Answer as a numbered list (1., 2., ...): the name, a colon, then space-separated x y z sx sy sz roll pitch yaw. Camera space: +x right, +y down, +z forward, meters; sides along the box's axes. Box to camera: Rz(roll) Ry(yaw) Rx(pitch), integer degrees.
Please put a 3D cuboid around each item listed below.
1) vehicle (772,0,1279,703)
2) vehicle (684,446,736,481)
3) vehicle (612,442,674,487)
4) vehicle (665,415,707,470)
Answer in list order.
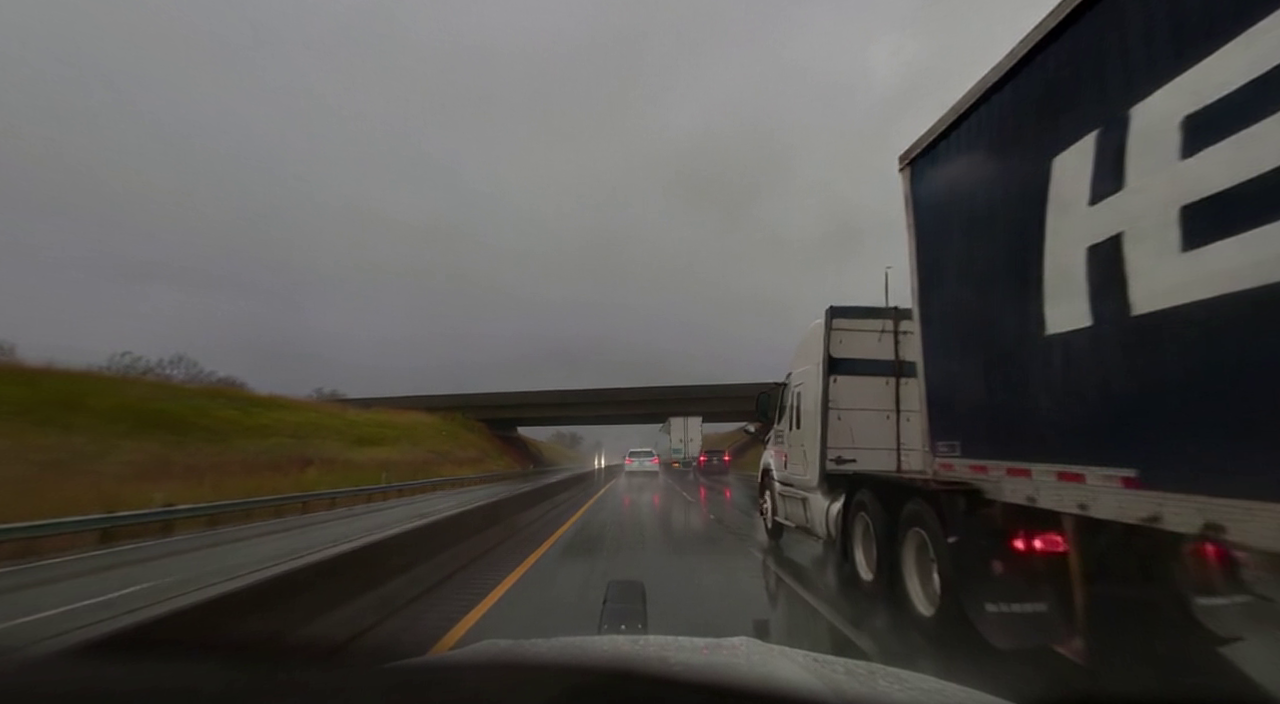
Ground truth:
1. vehicle: 3.102 -0.521 0.695 2.870 4.056 14.250 -1 -9 0
2. vehicle: 3.326 5.367 30.535 1.972 1.505 3.946 0 -9 -1
3. vehicle: 0.115 4.446 25.113 2.256 1.615 4.114 -1 -9 0
4. vehicle: 3.563 7.195 49.622 2.948 3.974 6.480 -1 -9 3
